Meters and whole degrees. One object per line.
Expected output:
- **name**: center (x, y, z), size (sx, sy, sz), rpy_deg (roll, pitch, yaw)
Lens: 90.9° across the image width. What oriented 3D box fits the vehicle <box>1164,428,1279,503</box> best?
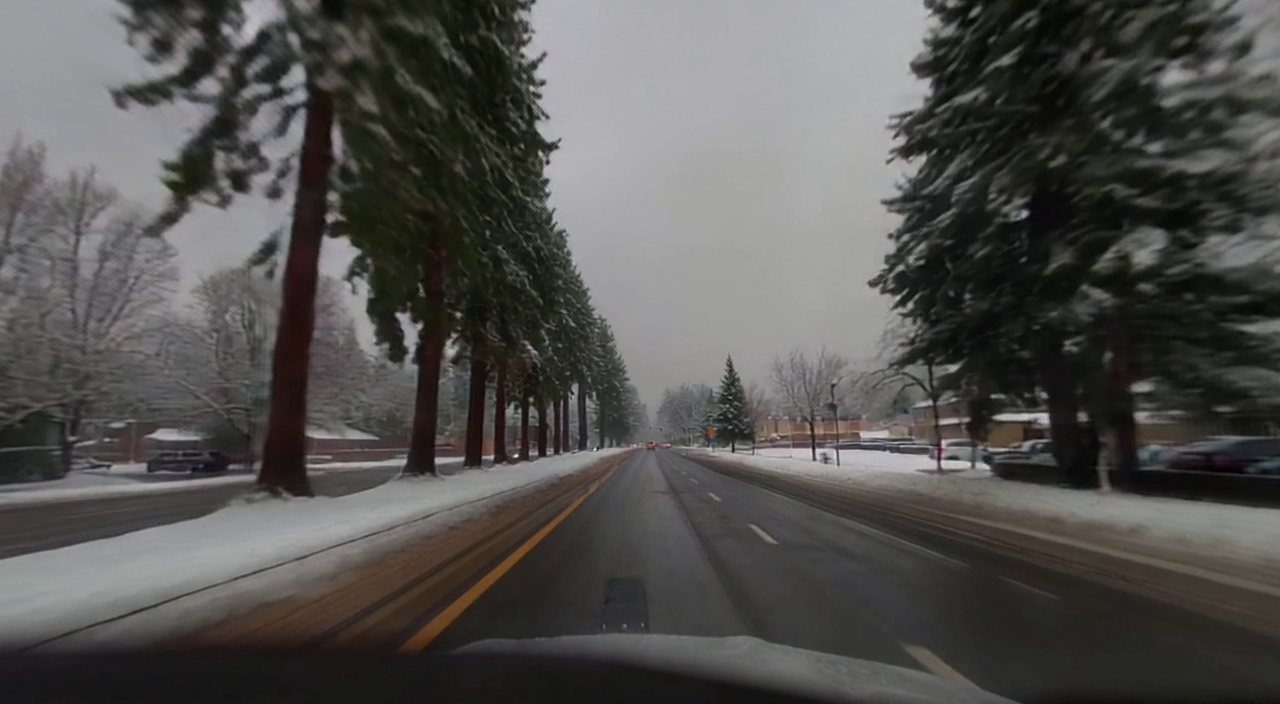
- **vehicle**: center (15.377, 2.635, 14.791), size (4.350, 1.631, 1.954), rpy_deg (0, -8, 0)
